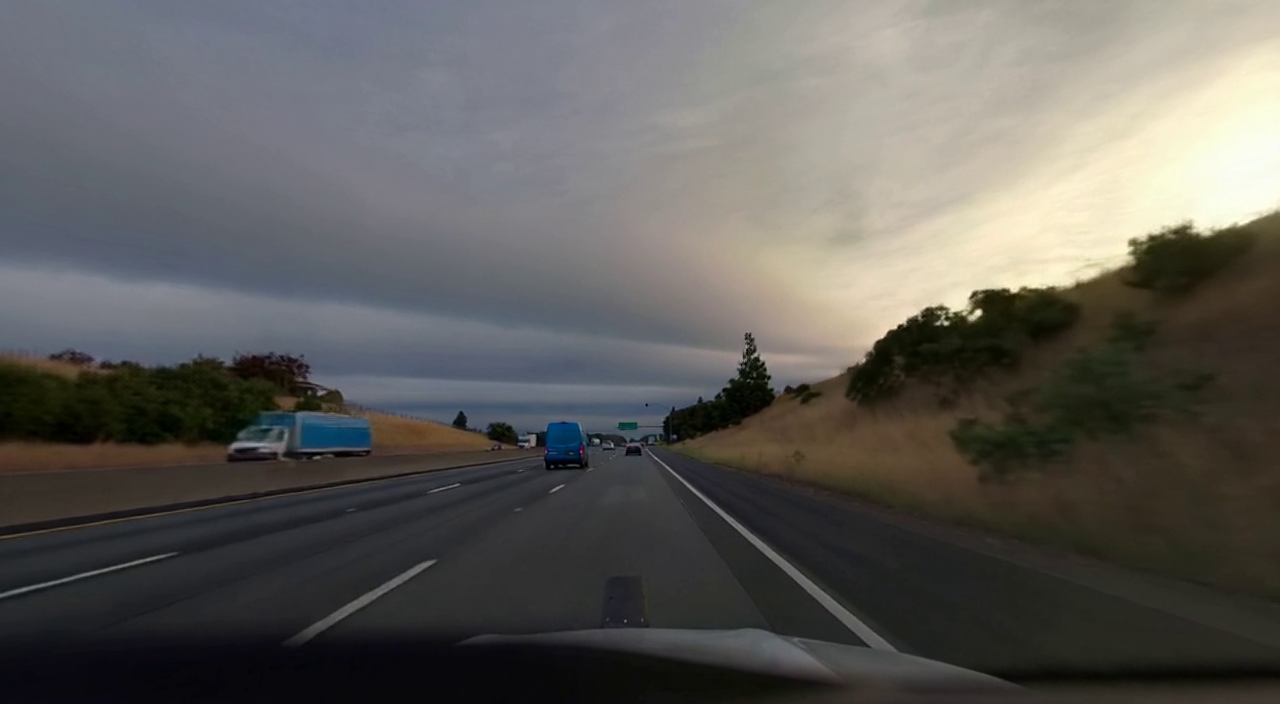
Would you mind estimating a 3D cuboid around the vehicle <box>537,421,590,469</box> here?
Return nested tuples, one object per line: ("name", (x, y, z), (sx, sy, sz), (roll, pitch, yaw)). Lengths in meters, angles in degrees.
("vehicle", (-4.180, 5.222, 35.413), (2.329, 2.483, 5.428), (0, -8, 0))

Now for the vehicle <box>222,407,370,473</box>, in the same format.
("vehicle", (-24.072, 6.393, 45.547), (2.914, 4.020, 14.107), (0, -8, 0))
